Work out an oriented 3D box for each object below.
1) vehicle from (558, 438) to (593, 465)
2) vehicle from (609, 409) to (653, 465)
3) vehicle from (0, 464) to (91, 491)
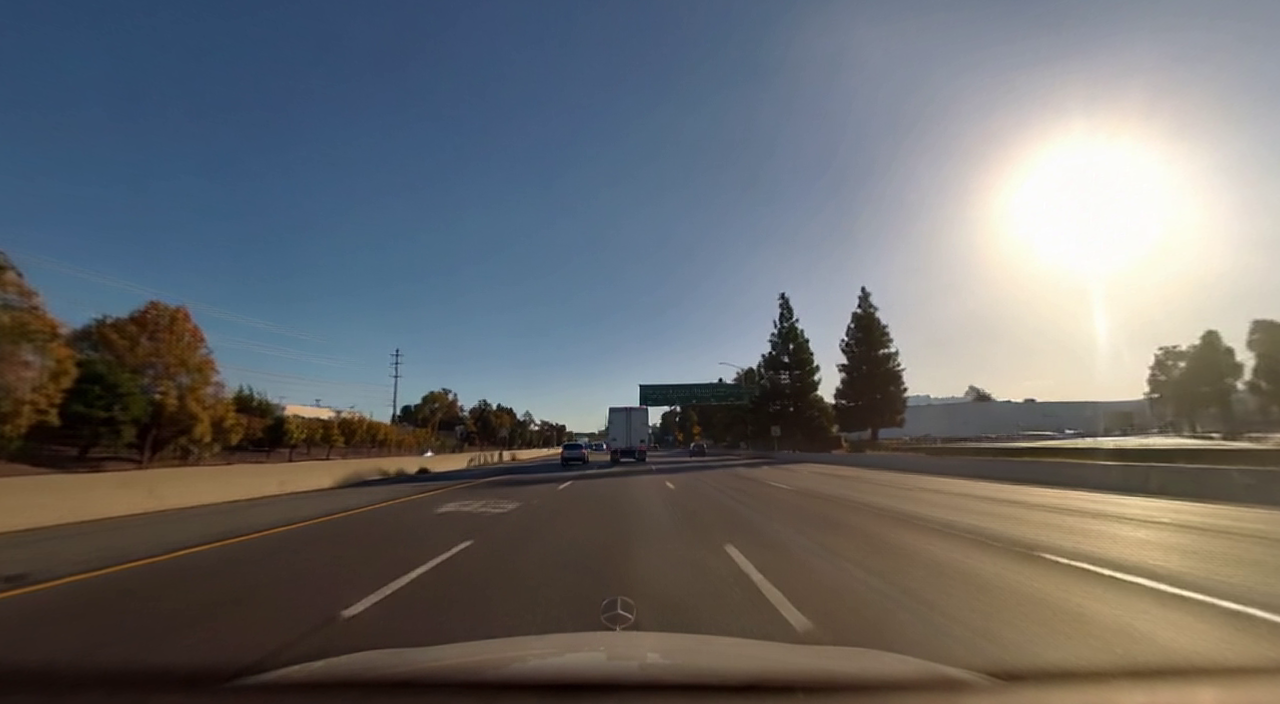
[{"bbox_3d":[-4.797,7.491,47.550,2.095,1.930,4.680,0,-8,0],"label":"vehicle"},{"bbox_3d":[-0.590,6.693,49.104,3.000,3.786,11.740,0,-8,0],"label":"vehicle"},{"bbox_3d":[-41.180,8.619,43.585,1.961,1.565,5.038,0,-8,1],"label":"vehicle"}]
